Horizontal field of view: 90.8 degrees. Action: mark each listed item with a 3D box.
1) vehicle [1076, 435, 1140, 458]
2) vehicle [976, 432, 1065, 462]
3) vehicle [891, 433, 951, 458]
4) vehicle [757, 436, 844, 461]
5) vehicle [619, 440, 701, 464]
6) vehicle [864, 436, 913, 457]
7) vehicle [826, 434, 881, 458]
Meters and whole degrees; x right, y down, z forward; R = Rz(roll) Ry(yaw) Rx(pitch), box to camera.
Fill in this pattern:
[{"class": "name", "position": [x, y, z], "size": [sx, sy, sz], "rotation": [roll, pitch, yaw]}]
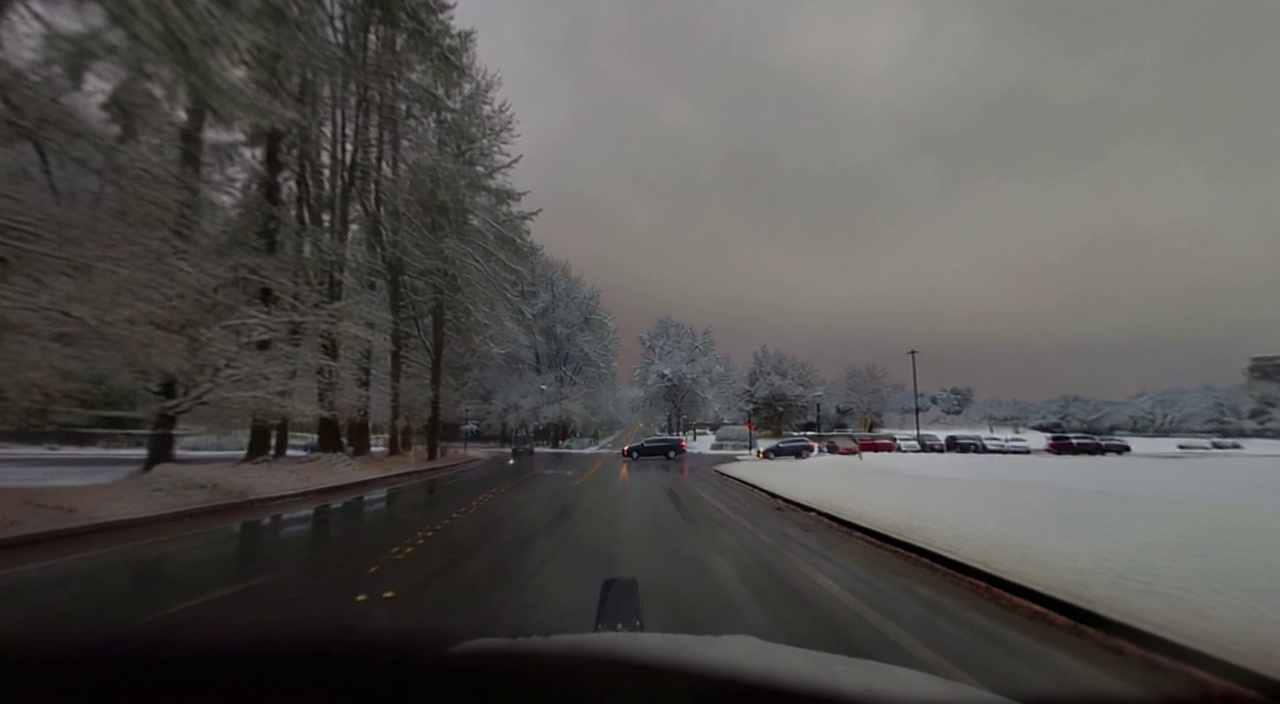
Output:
[{"class": "vehicle", "position": [36.077, 7.301, 48.834], "size": [1.790, 1.665, 3.807], "rotation": [1, -8, -4]}, {"class": "vehicle", "position": [21.107, 5.297, 35.113], "size": [3.830, 1.429, 1.890], "rotation": [4, -10, -10]}, {"class": "vehicle", "position": [20.670, 6.895, 46.623], "size": [2.023, 1.736, 4.227], "rotation": [1, -8, -8]}, {"class": "vehicle", "position": [10.088, 6.106, 39.983], "size": [4.870, 1.507, 2.073], "rotation": [-1, -8, 0]}, {"class": "vehicle", "position": [1.309, 6.593, 41.816], "size": [4.890, 1.478, 2.253], "rotation": [-6, -10, 31]}, {"class": "vehicle", "position": [17.942, 6.858, 45.729], "size": [1.673, 1.436, 3.700], "rotation": [1, -8, -8]}, {"class": "vehicle", "position": [15.449, 6.863, 46.064], "size": [2.073, 1.642, 4.468], "rotation": [0, -8, -6]}]
